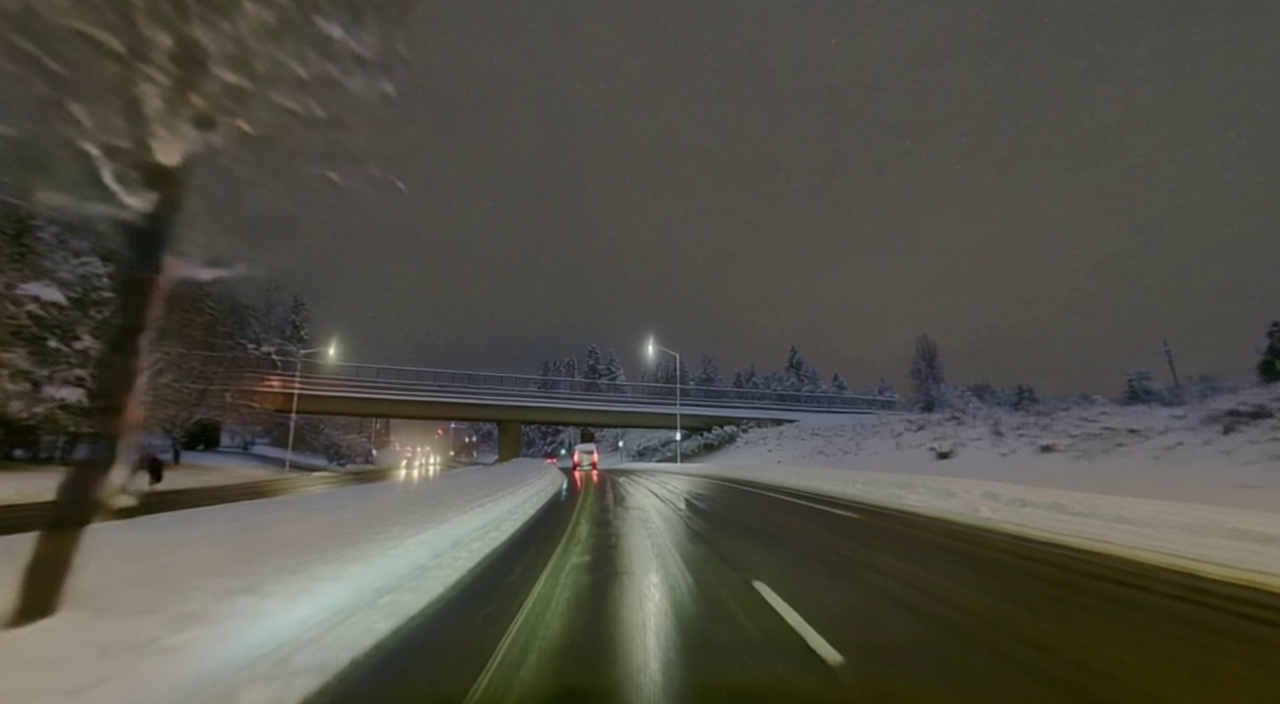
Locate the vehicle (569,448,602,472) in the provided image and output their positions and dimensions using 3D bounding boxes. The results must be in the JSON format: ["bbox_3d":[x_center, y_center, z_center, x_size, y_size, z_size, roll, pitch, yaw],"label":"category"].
[{"bbox_3d":[-4.185,8.132,47.826,2.184,1.713,4.231,1,-9,-9],"label":"vehicle"}]
